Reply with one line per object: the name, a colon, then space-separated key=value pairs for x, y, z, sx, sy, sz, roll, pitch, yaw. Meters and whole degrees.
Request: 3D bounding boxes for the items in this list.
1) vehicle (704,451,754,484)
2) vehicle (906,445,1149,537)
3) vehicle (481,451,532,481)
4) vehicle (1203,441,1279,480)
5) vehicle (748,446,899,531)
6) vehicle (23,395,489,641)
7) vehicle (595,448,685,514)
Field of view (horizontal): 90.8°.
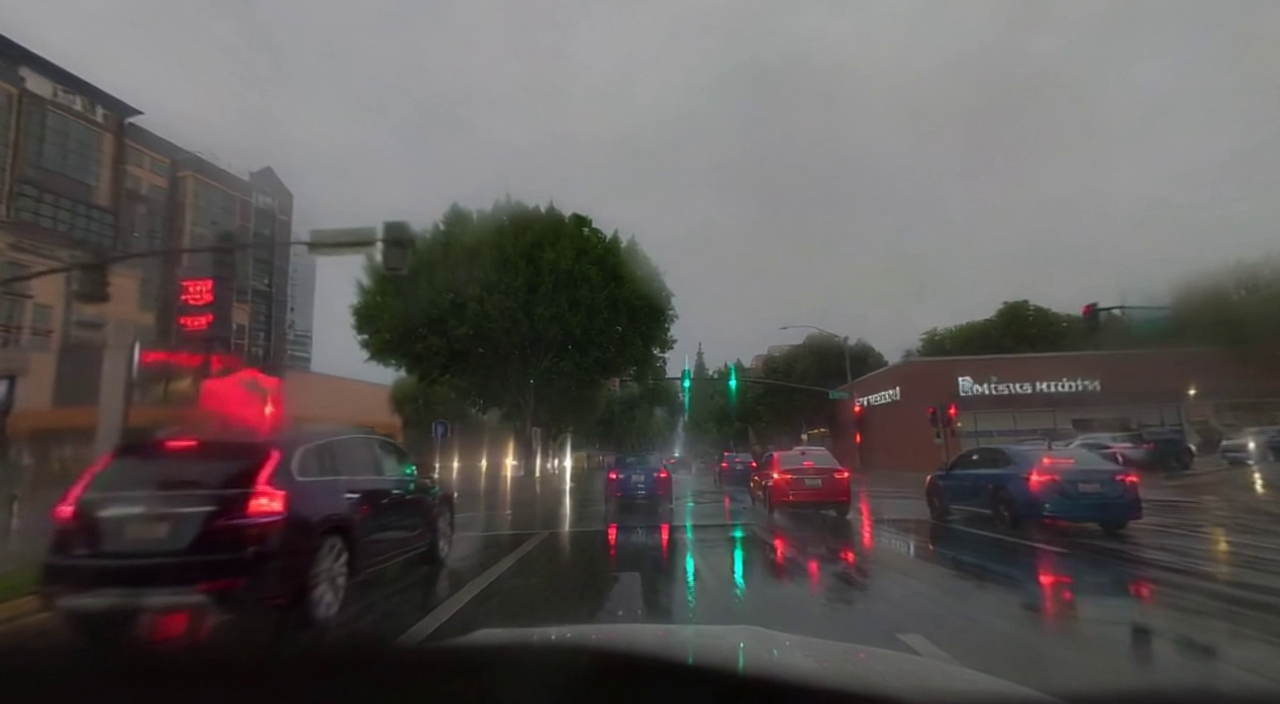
vehicle: x=4.422 y=5.830 z=32.142 sx=1.888 sy=1.472 sz=4.528 roll=0 pitch=-8 yaw=0
vehicle: x=7.455 y=2.659 z=12.898 sx=2.004 sy=1.508 sz=4.646 roll=0 pitch=-8 yaw=0
vehicle: x=-7.876 y=6.734 z=37.661 sx=1.962 sy=1.639 sz=4.259 roll=0 pitch=-8 yaw=3
vehicle: x=30.259 y=5.163 z=30.153 sx=4.581 sy=1.765 sz=1.943 roll=-1 pitch=-9 yaw=7
vehicle: x=3.677 y=2.779 z=13.552 sx=2.020 sy=1.513 sz=4.120 roll=0 pitch=-8 yaw=1
vehicle: x=-3.476 y=1.609 z=7.333 sx=2.160 sy=1.823 sz=5.115 roll=0 pitch=-8 yaw=0
vehicle: x=0.018 y=3.305 z=16.703 sx=2.098 sy=1.477 sz=3.897 roll=0 pitch=-8 yaw=0
